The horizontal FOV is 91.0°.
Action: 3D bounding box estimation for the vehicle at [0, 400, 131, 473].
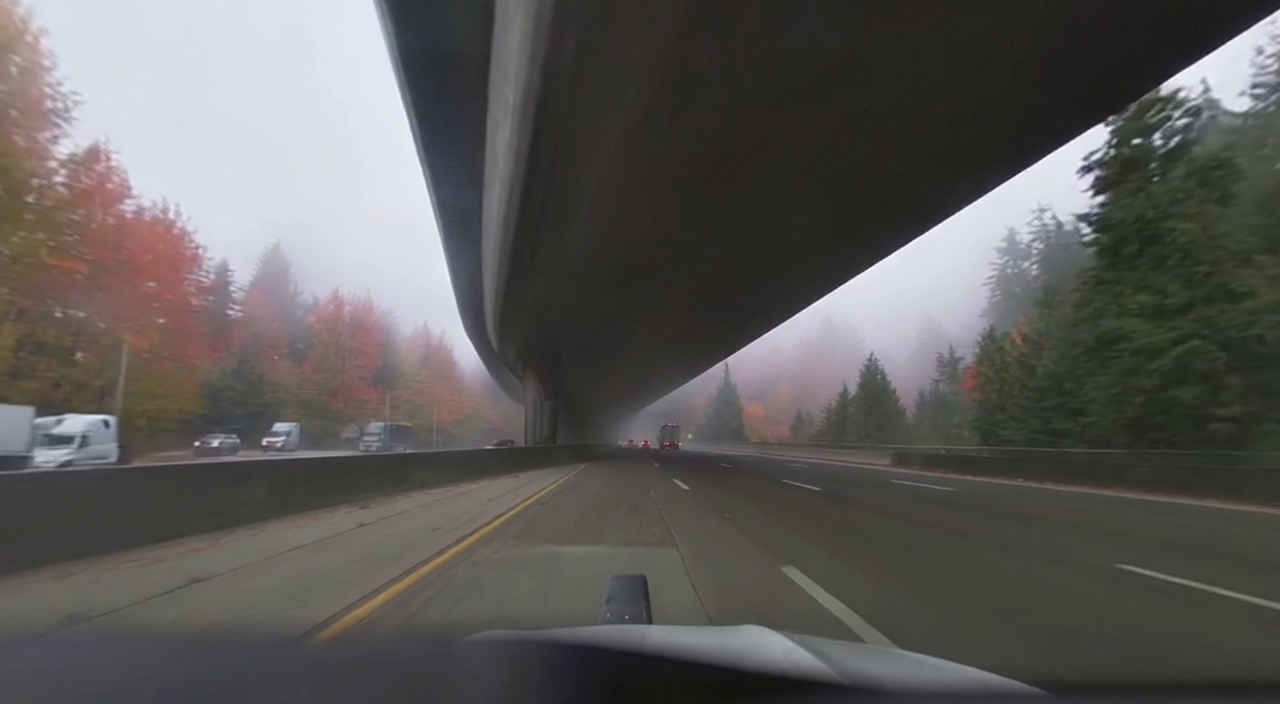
[{"bbox_3d":[-32.502,4.665,33.846,3.022,3.420,8.632,-3,-9,-1],"label":"vehicle"}]
